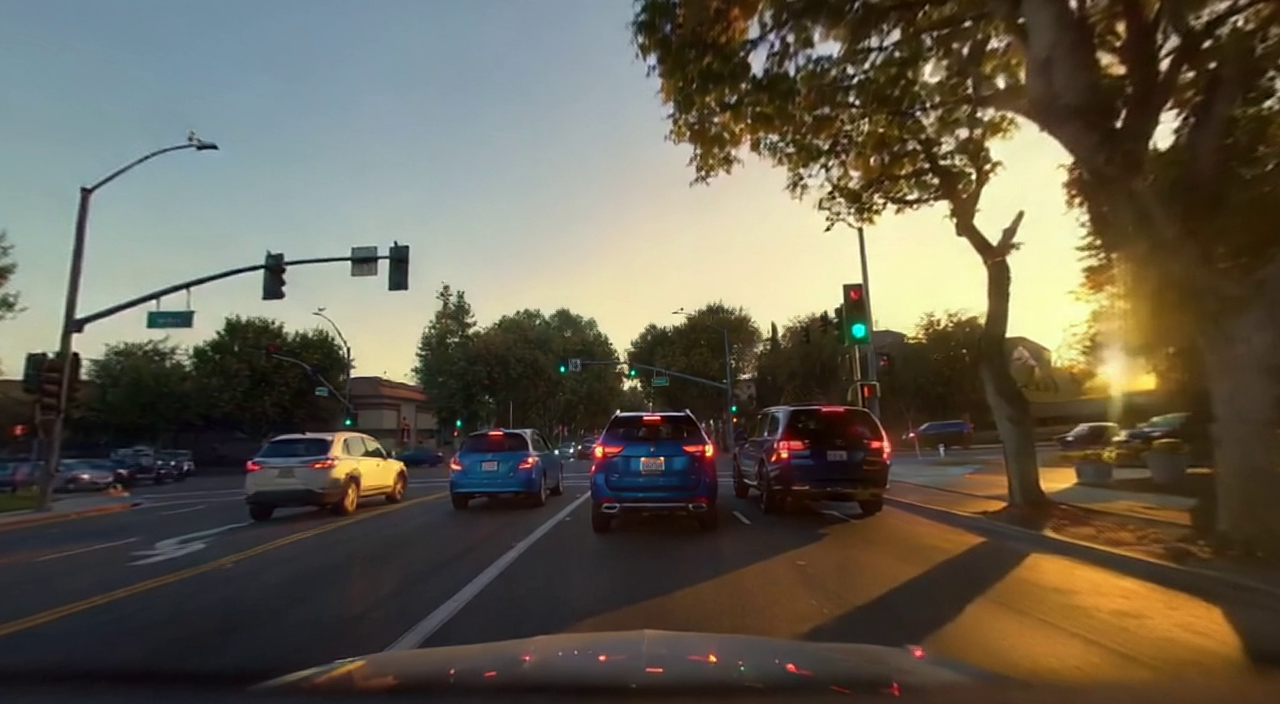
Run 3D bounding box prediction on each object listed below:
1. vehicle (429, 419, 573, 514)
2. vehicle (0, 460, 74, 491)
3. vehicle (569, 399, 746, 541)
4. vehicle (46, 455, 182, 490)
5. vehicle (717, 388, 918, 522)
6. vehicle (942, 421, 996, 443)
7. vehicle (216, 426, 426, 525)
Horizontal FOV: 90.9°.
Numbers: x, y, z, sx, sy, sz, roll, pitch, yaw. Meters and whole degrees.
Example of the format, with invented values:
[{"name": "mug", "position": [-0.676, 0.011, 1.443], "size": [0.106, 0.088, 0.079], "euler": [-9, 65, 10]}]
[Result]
[{"name": "vehicle", "position": [-2.735, 2.388, 13.608], "size": [2.058, 1.659, 4.514], "euler": [-1, -8, 0]}, {"name": "vehicle", "position": [-32.087, 6.266, 32.095], "size": [4.554, 1.449, 1.949], "euler": [-1, -8, 0]}, {"name": "vehicle", "position": [0.202, 1.801, 10.169], "size": [2.235, 1.778, 4.178], "euler": [0, -8, 0]}, {"name": "vehicle", "position": [-24.004, 5.502, 28.882], "size": [4.383, 1.456, 1.999], "euler": [0, -8, -1]}, {"name": "vehicle", "position": [3.118, 2.021, 12.730], "size": [2.338, 2.063, 5.672], "euler": [0, -8, 0]}, {"name": "vehicle", "position": [23.729, 5.825, 45.621], "size": [1.830, 1.516, 3.943], "euler": [-1, -8, 1]}, {"name": "vehicle", "position": [-6.236, 2.451, 13.099], "size": [2.052, 1.664, 4.476], "euler": [0, -8, -1]}]
